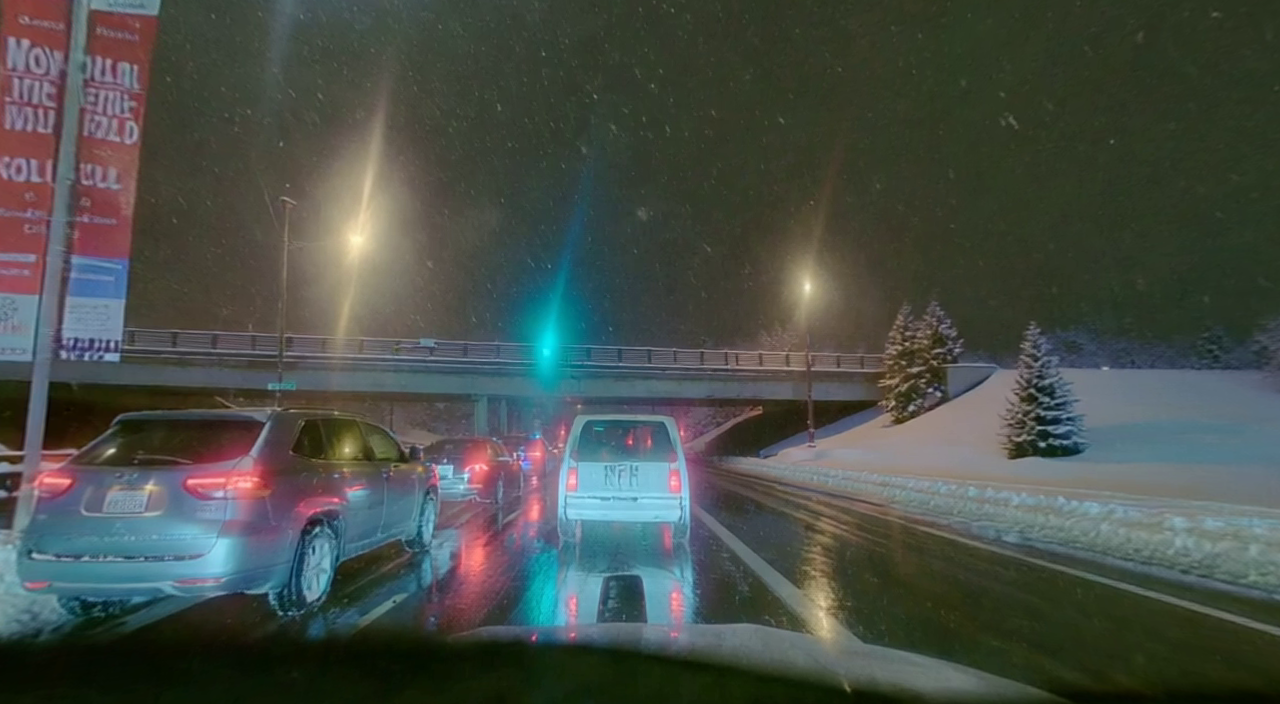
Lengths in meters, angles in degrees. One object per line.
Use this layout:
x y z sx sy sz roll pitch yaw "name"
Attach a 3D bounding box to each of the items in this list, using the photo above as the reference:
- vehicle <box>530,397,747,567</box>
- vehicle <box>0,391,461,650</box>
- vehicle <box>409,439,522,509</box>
-0.094 1.775 9.305 2.409 1.864 4.471 0 -9 -2 "vehicle"
-3.499 1.441 6.391 2.039 1.709 4.265 0 -9 0 "vehicle"
-4.147 2.943 15.538 1.797 1.505 3.506 0 -9 0 "vehicle"
